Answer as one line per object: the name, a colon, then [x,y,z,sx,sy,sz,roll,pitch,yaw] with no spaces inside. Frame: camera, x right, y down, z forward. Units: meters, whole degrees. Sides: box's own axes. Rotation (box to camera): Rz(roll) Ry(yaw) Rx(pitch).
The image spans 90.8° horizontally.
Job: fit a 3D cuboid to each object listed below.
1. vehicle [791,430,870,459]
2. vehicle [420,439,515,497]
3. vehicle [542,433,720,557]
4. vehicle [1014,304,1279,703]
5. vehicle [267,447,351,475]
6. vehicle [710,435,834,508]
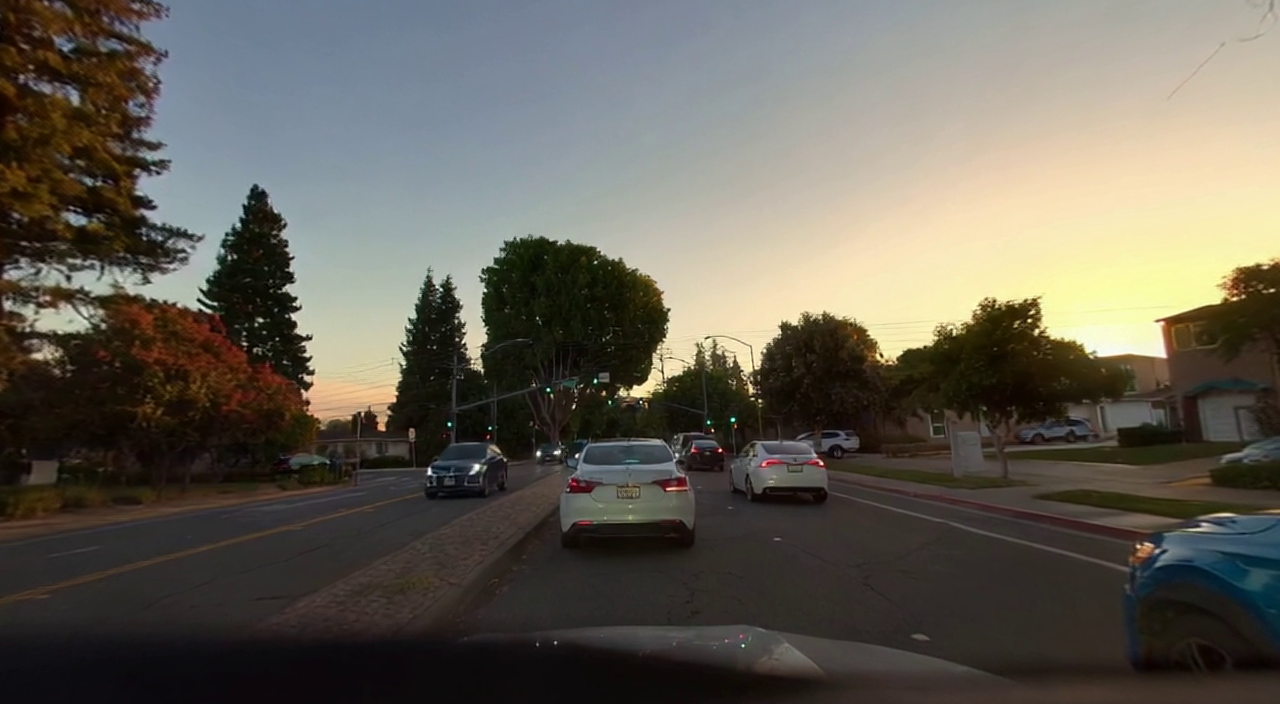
vehicle: [12.029,5.892,40.183,4.318,1.729,2.063,0,-8,0]
vehicle: [-5.533,3.753,20.917,2.058,1.695,4.319,0,-8,-2]
vehicle: [-0.158,2.069,9.920,2.186,1.500,4.141,0,-8,-1]
vehicle: [3.336,0.619,1.636,2.006,1.766,4.345,0,-8,0]
vehicle: [-19.826,6.537,38.005,3.957,1.630,1.881,0,-8,0]
vehicle: [3.029,2.841,15.550,1.971,1.517,4.521,0,-8,-1]
